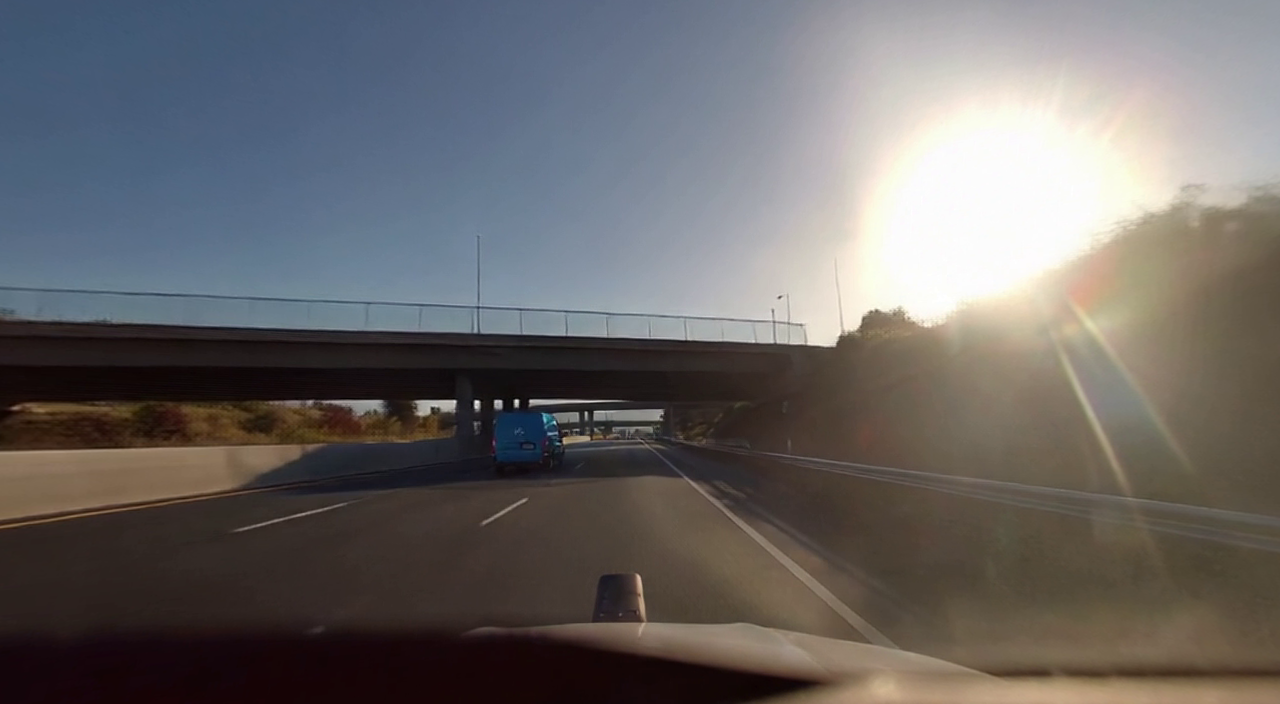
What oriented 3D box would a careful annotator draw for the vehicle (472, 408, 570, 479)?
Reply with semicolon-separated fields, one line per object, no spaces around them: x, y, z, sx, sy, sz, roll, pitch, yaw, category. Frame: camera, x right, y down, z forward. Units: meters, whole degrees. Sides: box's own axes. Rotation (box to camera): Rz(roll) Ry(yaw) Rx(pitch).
-3.711;2.982;20.703;2.309;2.053;4.884;0;-8;0;vehicle
